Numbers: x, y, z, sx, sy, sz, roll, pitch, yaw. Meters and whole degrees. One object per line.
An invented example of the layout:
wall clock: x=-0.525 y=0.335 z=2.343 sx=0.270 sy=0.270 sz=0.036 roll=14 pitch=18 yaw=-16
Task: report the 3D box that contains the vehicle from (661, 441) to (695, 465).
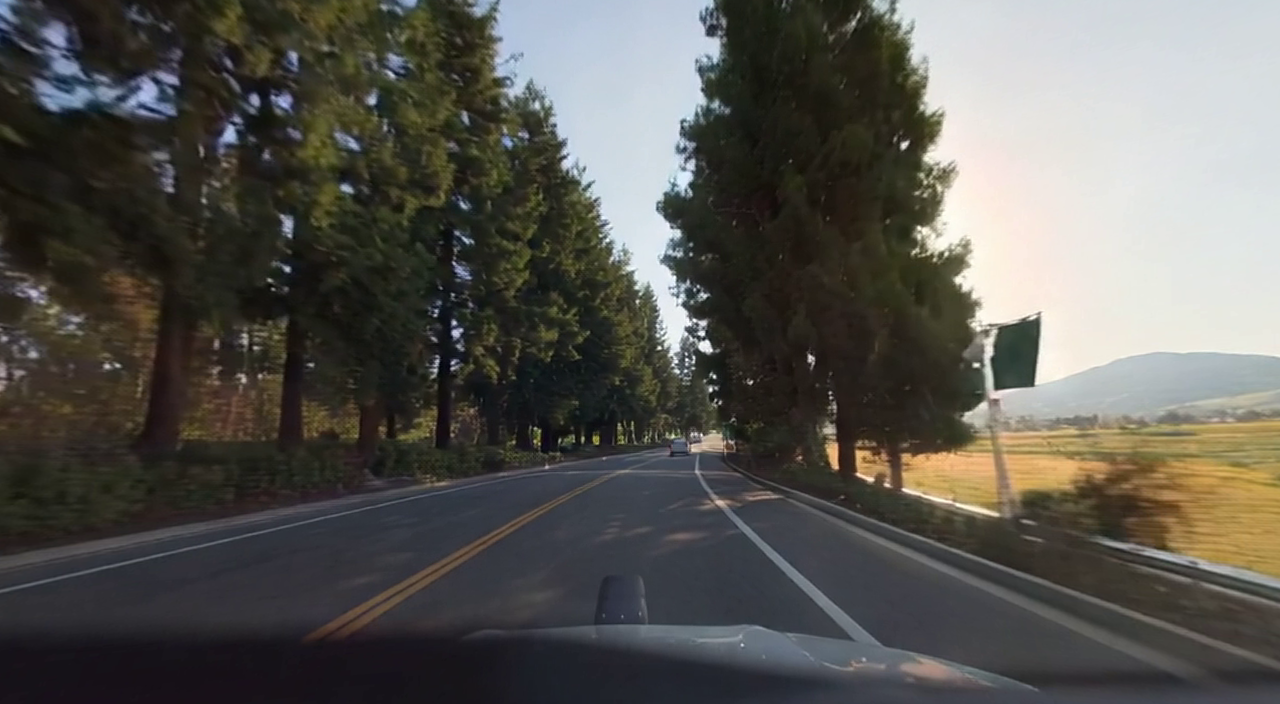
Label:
vehicle: x=2.552 y=6.629 z=41.579 sx=2.071 sy=1.474 sz=4.047 roll=-1 pitch=-9 yaw=6
